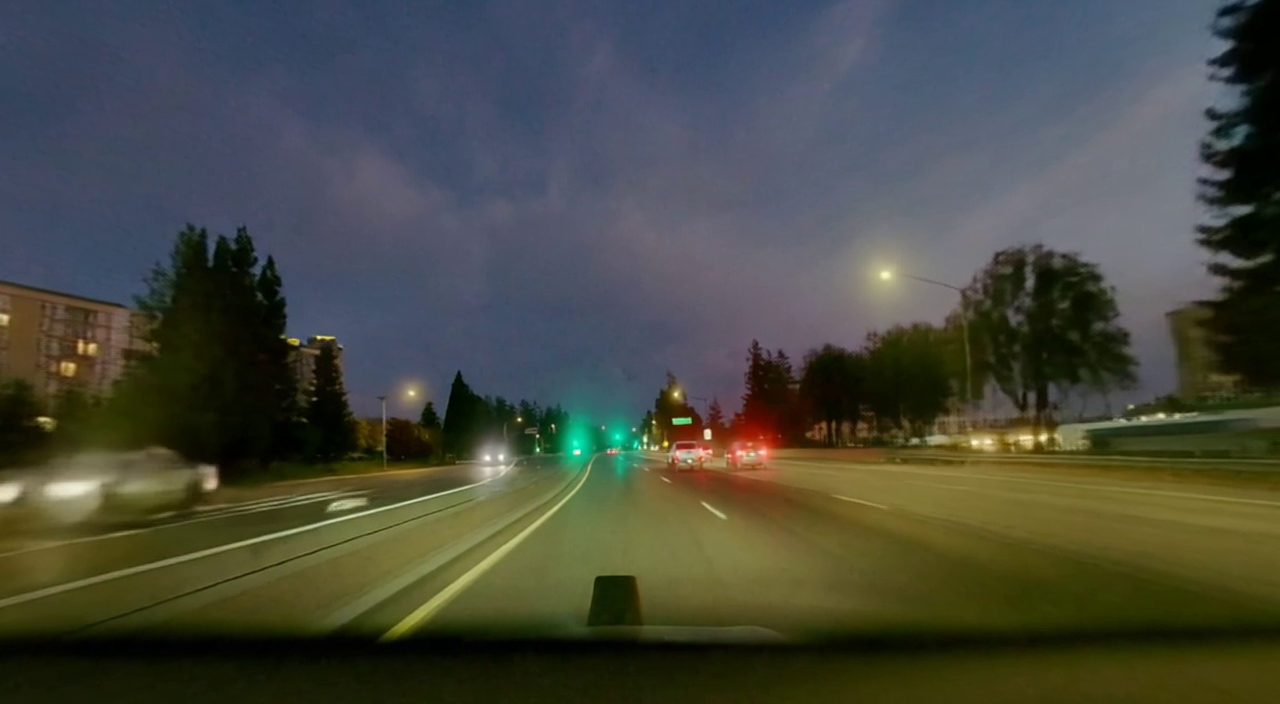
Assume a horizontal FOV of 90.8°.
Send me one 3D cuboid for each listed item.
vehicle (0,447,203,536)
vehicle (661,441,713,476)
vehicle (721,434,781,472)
[{"bbox_3d":[-12.492,2.963,14.182,1.891,1.633,4.737,0,-9,1],"label":"vehicle"},{"bbox_3d":[2.169,5.076,30.289,1.917,1.538,4.259,0,-9,-4],"label":"vehicle"},{"bbox_3d":[5.506,5.088,31.983,1.946,1.773,4.641,0,-9,-3],"label":"vehicle"}]
